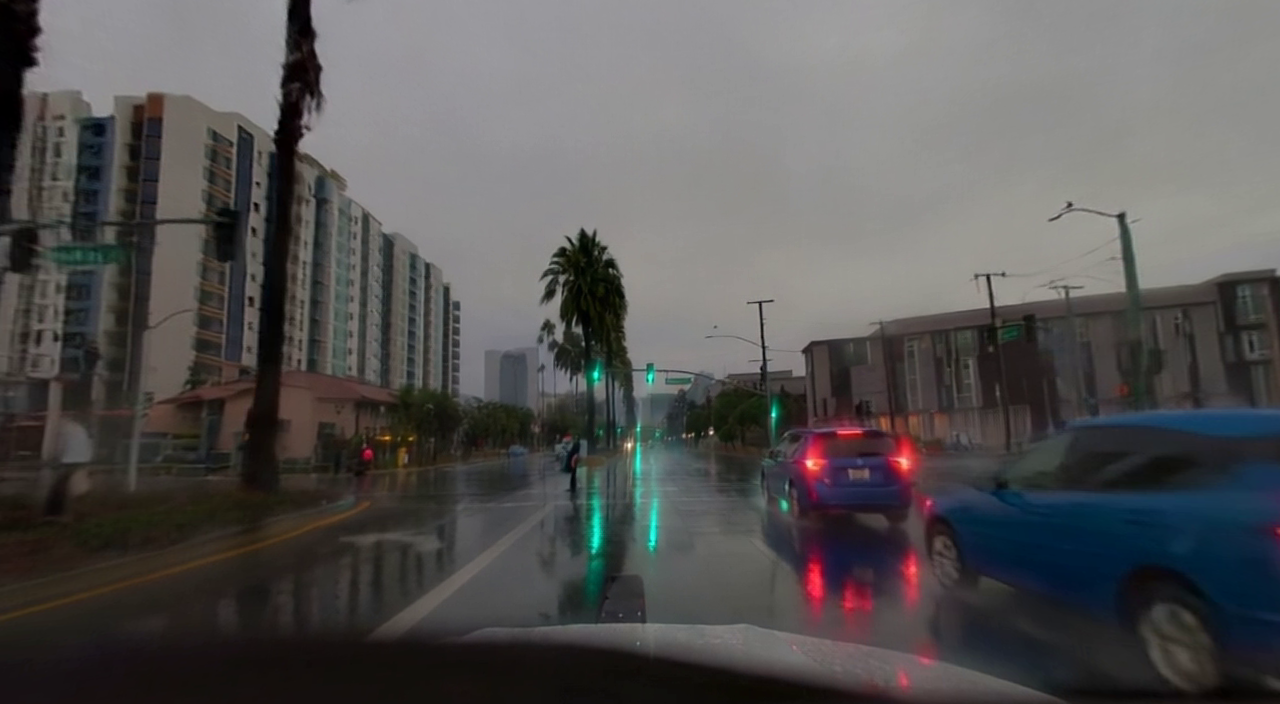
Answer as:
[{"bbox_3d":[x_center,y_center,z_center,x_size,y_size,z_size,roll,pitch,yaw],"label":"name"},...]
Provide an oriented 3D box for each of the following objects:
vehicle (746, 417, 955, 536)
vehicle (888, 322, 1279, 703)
[{"bbox_3d":[3.303,2.054,10.968,2.060,1.631,4.169,0,-9,-2],"label":"vehicle"},{"bbox_3d":[3.647,0.997,4.147,2.060,1.756,4.770,0,-9,0],"label":"vehicle"}]
